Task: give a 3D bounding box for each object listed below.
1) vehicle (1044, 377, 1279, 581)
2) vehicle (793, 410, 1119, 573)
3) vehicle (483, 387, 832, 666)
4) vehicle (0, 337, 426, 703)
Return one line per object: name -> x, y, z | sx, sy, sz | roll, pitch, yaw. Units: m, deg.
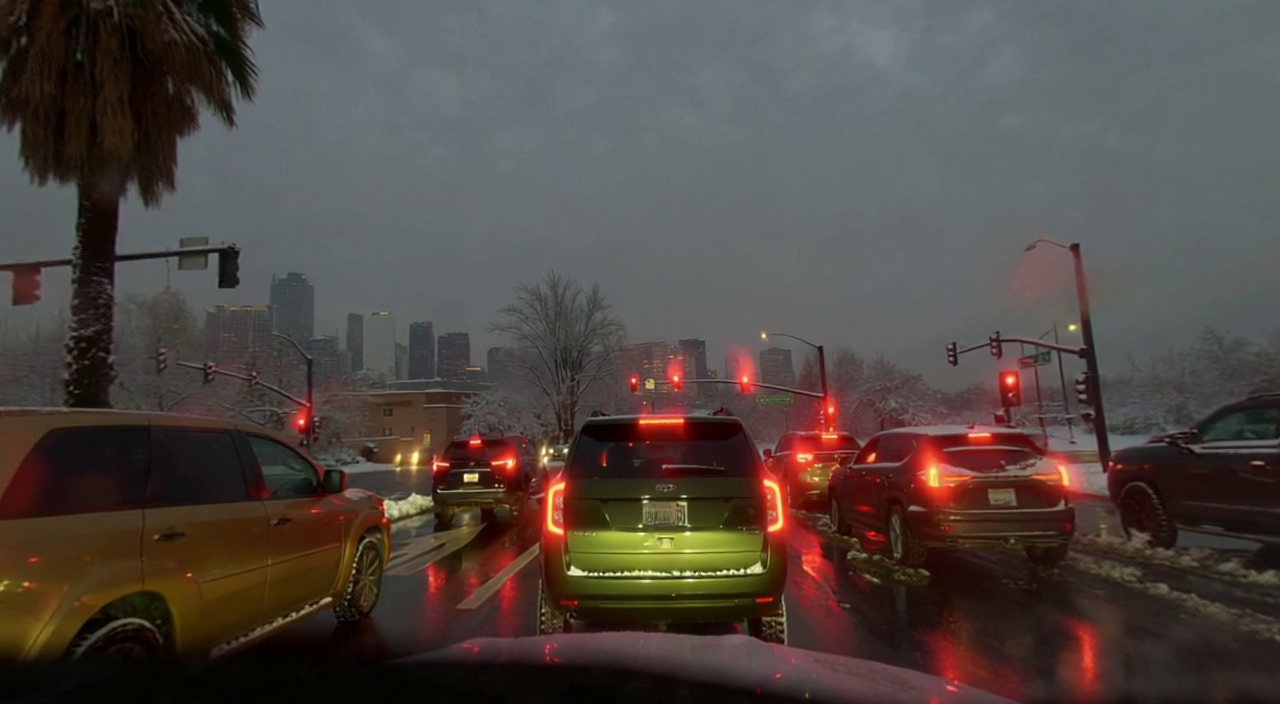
vehicle -> 7.299, 1.299, 6.560 | 2.337, 1.925, 5.728 | 0, -8, 0
vehicle -> 3.977, 1.863, 9.278 | 2.072, 1.704, 5.170 | 0, -8, -1
vehicle -> 0.127, 1.374, 5.991 | 2.123, 1.704, 4.128 | 0, -9, 1
vehicle -> -3.185, 1.086, 3.876 | 2.171, 1.702, 4.416 | 0, -9, 0
